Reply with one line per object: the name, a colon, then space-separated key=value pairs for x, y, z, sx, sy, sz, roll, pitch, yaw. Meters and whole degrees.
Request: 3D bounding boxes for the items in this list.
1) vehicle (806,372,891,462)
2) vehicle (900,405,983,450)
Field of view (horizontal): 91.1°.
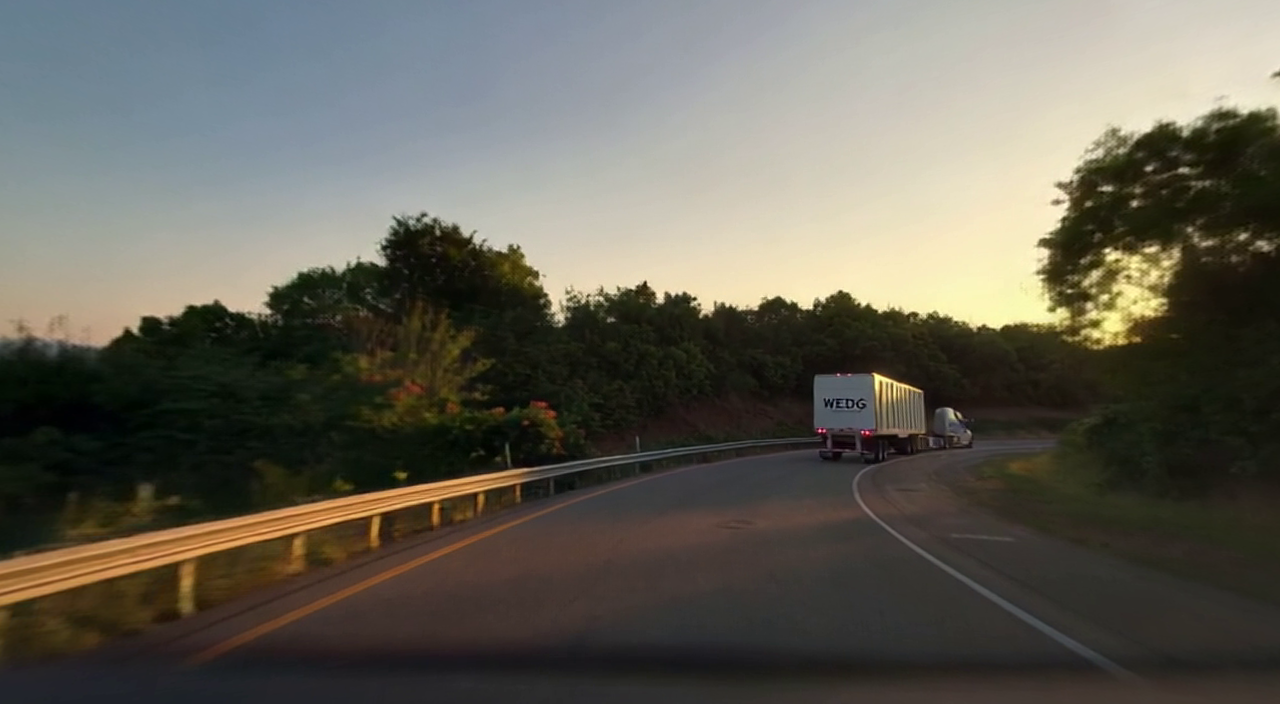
vehicle: x=9.510 y=3.008 z=28.583 sx=2.963 sy=3.771 sz=3.137 roll=-4 pitch=-9 yaw=29
vehicle: x=18.451 y=4.653 z=38.312 sx=6.650 sy=2.524 sz=2.120 roll=7 pitch=-10 yaw=-42
